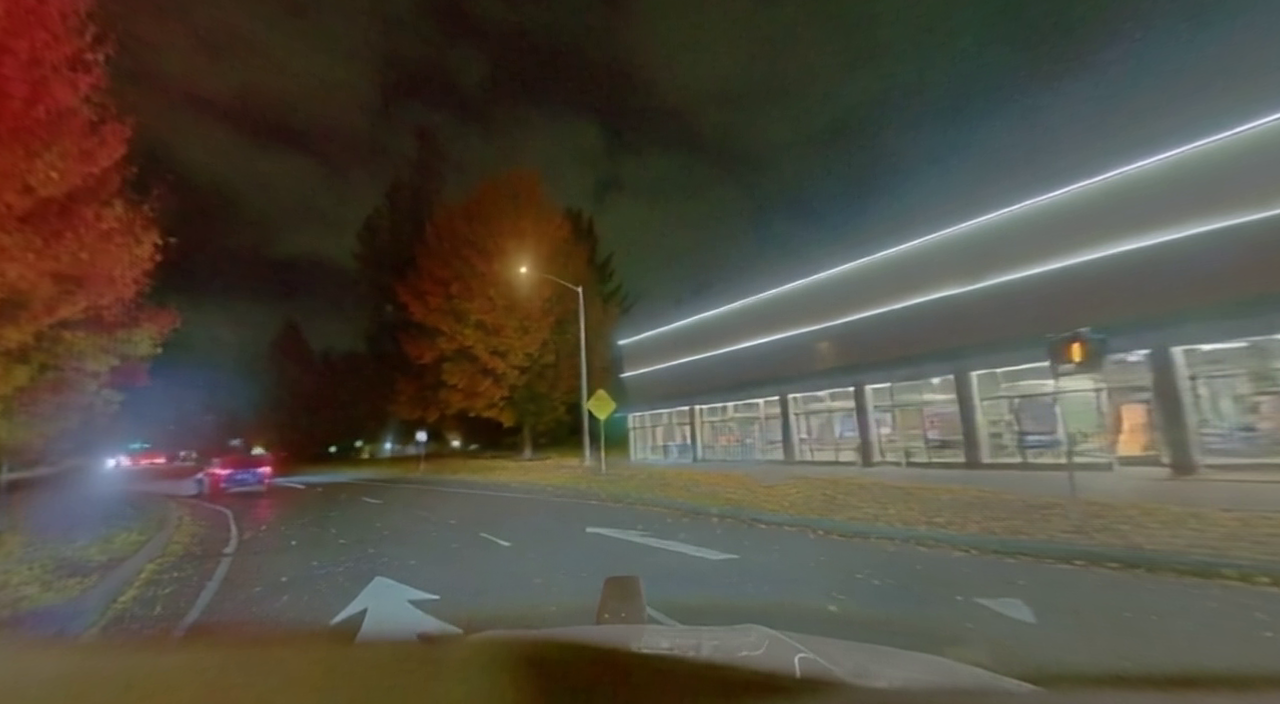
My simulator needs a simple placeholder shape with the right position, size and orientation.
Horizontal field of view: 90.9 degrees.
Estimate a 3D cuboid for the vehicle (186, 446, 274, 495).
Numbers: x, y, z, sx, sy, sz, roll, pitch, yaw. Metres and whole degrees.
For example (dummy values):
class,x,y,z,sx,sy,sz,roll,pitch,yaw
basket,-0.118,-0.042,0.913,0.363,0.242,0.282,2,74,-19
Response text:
class,x,y,z,sx,sy,sz,roll,pitch,yaw
vehicle,-17.365,4.929,26.582,2.146,1.814,5.110,8,-13,-42
